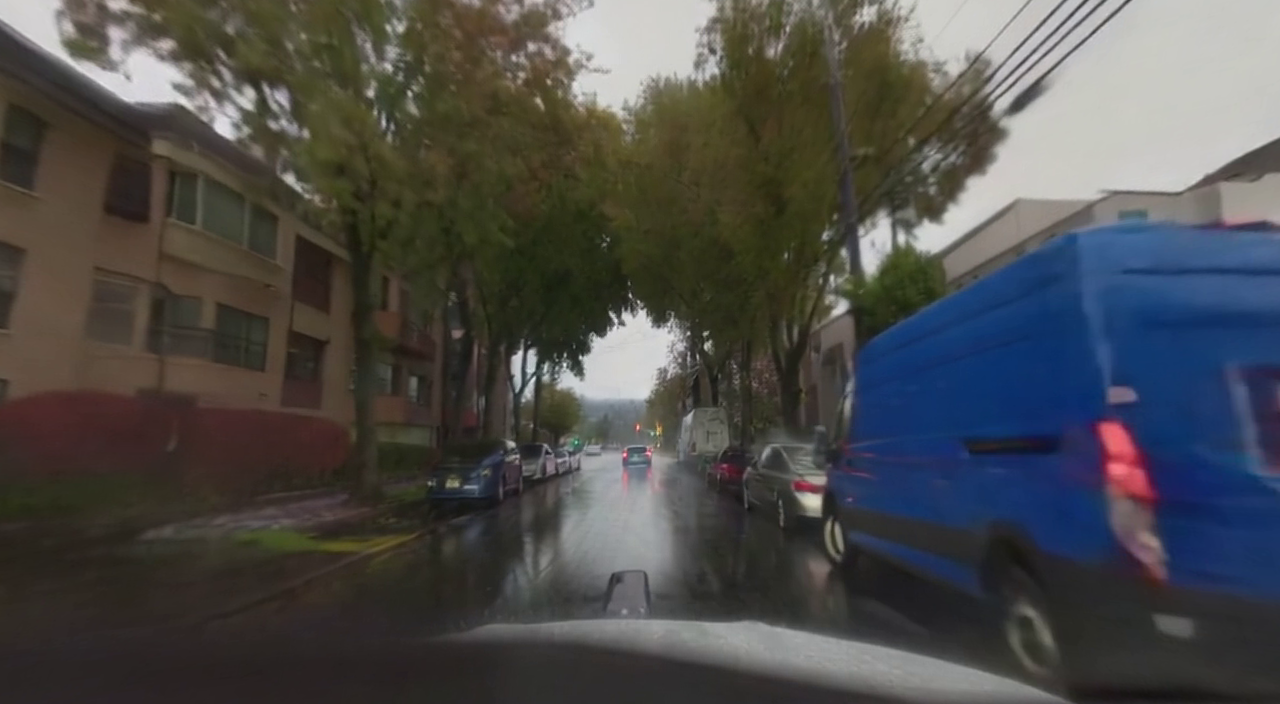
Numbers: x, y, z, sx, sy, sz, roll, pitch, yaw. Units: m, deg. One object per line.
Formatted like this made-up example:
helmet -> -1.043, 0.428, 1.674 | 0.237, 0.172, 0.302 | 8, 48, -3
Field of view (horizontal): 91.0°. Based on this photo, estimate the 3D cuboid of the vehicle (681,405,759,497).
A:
vehicle -> 2.998, 3.710, 25.219 | 2.489, 3.082, 6.627 | 0, -4, 2

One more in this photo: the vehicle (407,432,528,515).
vehicle -> -4.262, 3.017, 16.308 | 1.951, 1.662, 4.046 | 0, -4, 1

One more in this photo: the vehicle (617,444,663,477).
vehicle -> 0.050, 5.296, 30.927 | 2.095, 1.510, 3.605 | 0, -8, 2

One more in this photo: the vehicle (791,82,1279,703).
vehicle -> 3.070, 0.793, 5.043 | 2.245, 2.843, 5.762 | 0, -8, 0
